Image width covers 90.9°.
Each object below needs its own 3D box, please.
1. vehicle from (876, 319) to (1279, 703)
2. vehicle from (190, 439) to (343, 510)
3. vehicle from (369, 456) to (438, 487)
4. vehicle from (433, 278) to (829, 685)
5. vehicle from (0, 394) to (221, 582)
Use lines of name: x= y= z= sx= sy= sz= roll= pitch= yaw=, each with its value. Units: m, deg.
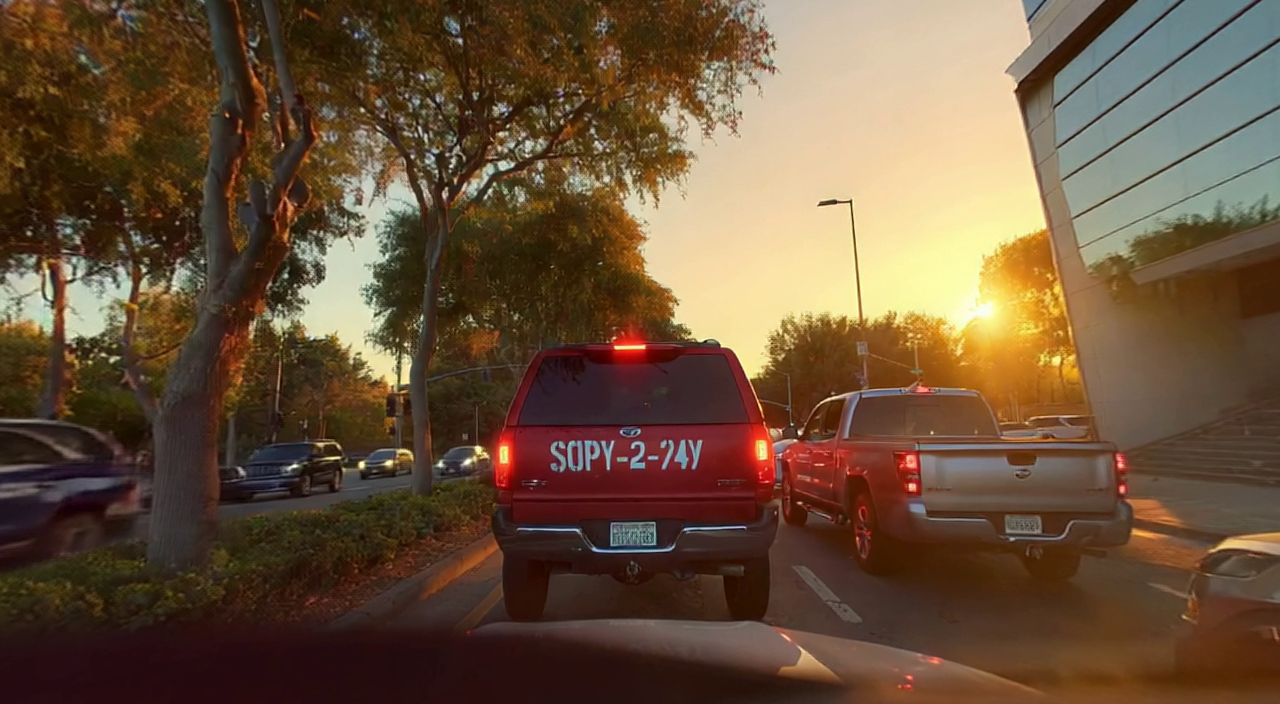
vehicle: x=3.077 y=0.987 z=3.482 sx=2.022 sy=1.700 sz=4.410 roll=0 pitch=-8 yaw=3
vehicle: x=-15.983 y=5.214 z=27.667 sx=2.741 sy=2.730 sz=6.221 roll=0 pitch=-8 yaw=1
vehicle: x=-15.425 y=7.792 z=41.502 sx=2.214 sy=1.815 sz=5.613 roll=0 pitch=-8 yaw=2
vehicle: x=0.008 y=1.041 z=5.937 sx=2.267 sy=2.372 sz=4.366 roll=0 pitch=-8 yaw=2
vehicle: x=-9.004 y=1.694 z=7.424 sx=2.873 sy=2.199 sz=8.099 roll=-4 pitch=-8 yaw=-2
